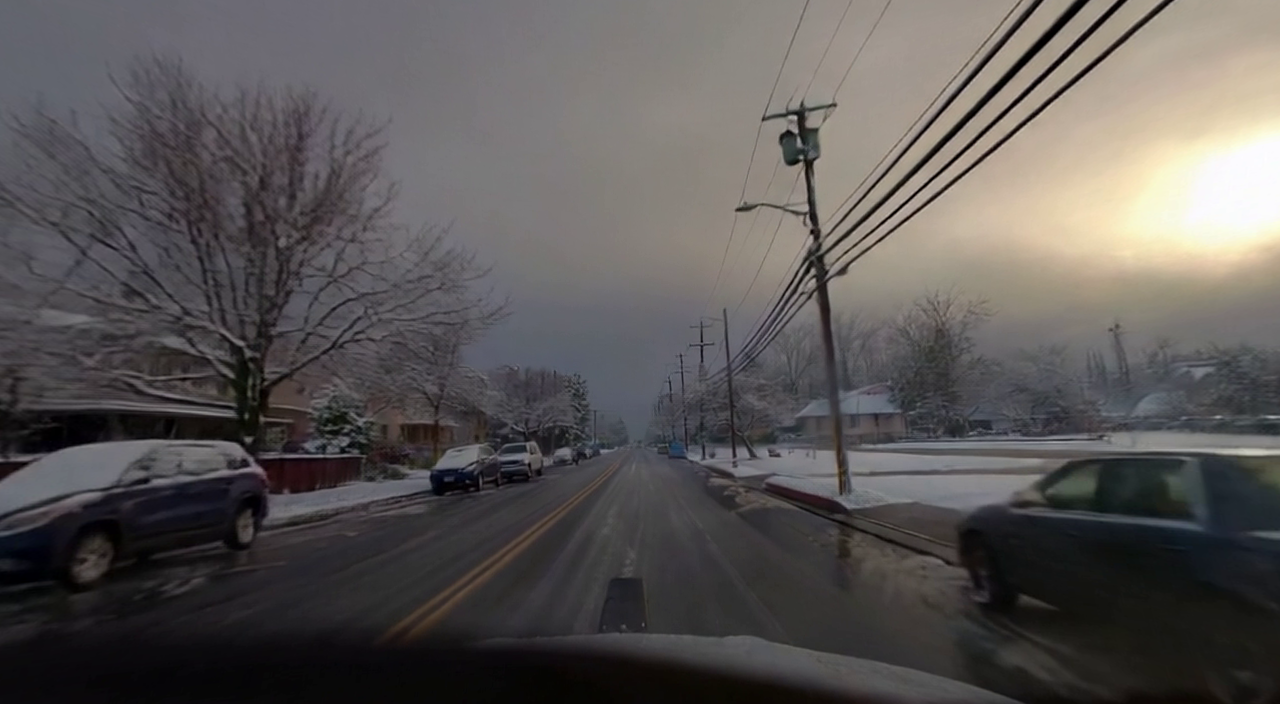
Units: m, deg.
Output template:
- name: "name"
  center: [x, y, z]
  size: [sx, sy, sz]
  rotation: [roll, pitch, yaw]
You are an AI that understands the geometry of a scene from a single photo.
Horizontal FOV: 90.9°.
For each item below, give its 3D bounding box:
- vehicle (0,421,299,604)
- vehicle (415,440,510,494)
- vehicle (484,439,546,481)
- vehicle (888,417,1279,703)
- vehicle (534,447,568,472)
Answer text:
- name: "vehicle"
  center: [-6.657, 1.871, 8.222]
  size: [2.027, 1.695, 4.437]
  rotation: [-3, -8, -1]
- name: "vehicle"
  center: [-6.575, 4.297, 24.113]
  size: [2.120, 1.799, 5.370]
  rotation: [-1, -8, 0]
- name: "vehicle"
  center: [-6.491, 5.624, 33.414]
  size: [2.144, 1.955, 6.159]
  rotation: [0, -7, -1]
- name: "vehicle"
  center: [3.494, 1.232, 4.076]
  size: [1.909, 1.462, 4.740]
  rotation: [0, -8, 1]
- name: "vehicle"
  center: [-6.679, 8.152, 47.911]
  size: [1.852, 1.510, 4.812]
  rotation: [-4, -7, -1]
